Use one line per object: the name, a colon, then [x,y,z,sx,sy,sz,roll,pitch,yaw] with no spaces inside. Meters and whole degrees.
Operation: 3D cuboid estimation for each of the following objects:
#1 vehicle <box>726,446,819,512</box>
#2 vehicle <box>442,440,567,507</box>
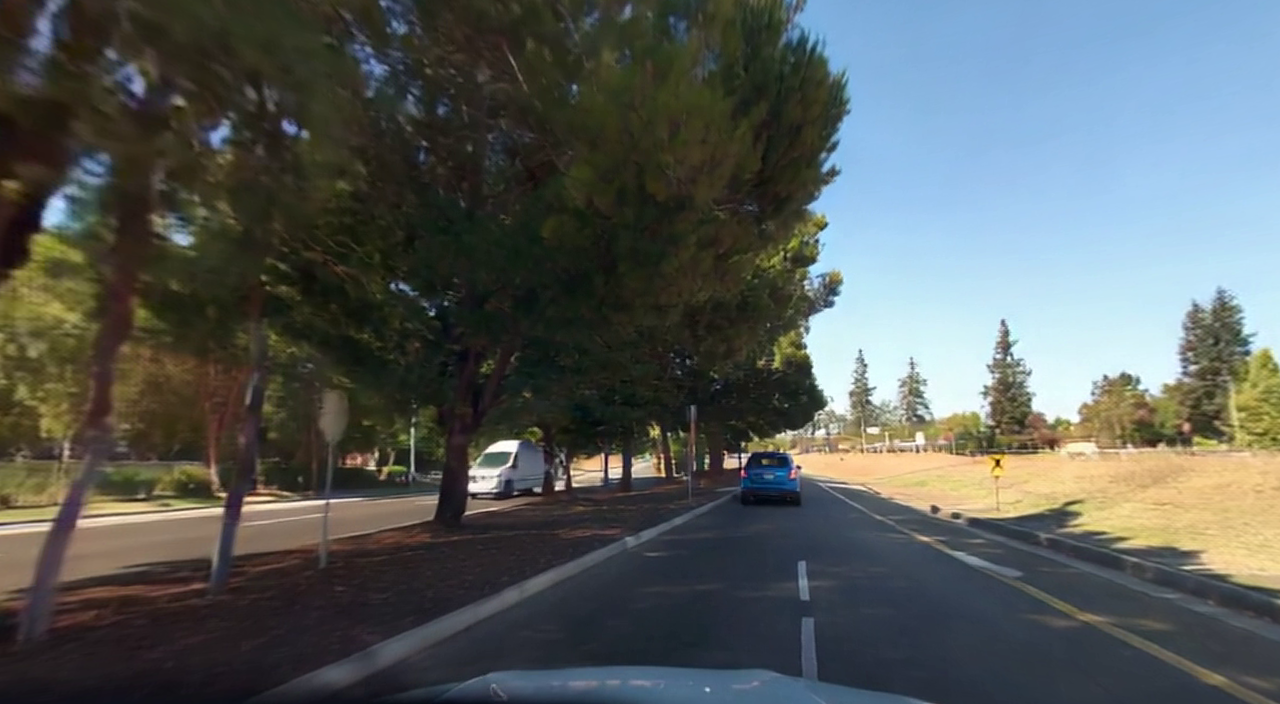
vehicle: [3.590,3.369,17.226,2.148,1.521,4.089,-2,-8,11]
vehicle: [-4.327,3.970,21.225,2.150,1.927,5.209,-2,-8,12]
